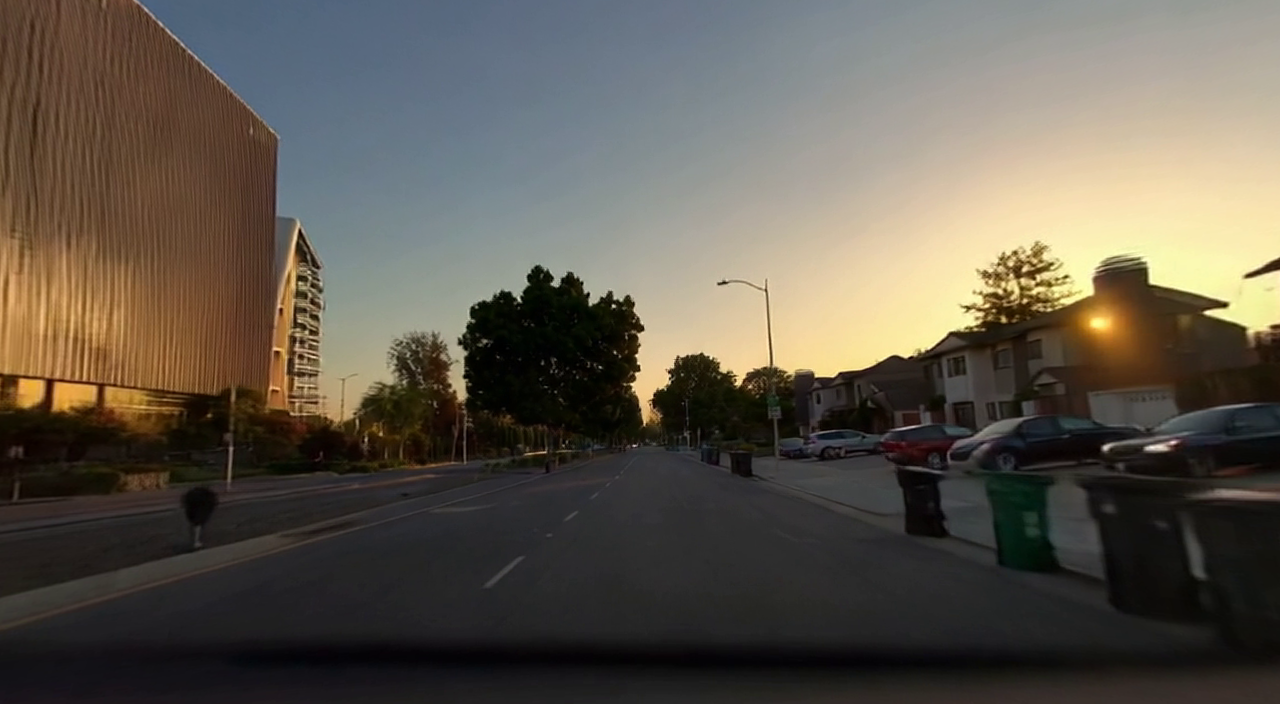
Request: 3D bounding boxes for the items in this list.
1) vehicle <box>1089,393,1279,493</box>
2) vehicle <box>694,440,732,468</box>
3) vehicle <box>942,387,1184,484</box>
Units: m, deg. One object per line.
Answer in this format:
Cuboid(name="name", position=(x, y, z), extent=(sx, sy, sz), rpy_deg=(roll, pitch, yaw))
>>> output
Cuboid(name="vehicle", position=(12.073, 1.727, 12.634), extent=(4.478, 1.578, 1.944), rpy_deg=(-6, -9, 1))
Cuboid(name="vehicle", position=(5.070, 7.153, 44.445), extent=(2.078, 1.771, 5.174), rpy_deg=(2, -8, 1))
Cuboid(name="vehicle", position=(12.061, 2.452, 18.300), extent=(5.330, 1.917, 2.001), rpy_deg=(-8, -9, 0))
